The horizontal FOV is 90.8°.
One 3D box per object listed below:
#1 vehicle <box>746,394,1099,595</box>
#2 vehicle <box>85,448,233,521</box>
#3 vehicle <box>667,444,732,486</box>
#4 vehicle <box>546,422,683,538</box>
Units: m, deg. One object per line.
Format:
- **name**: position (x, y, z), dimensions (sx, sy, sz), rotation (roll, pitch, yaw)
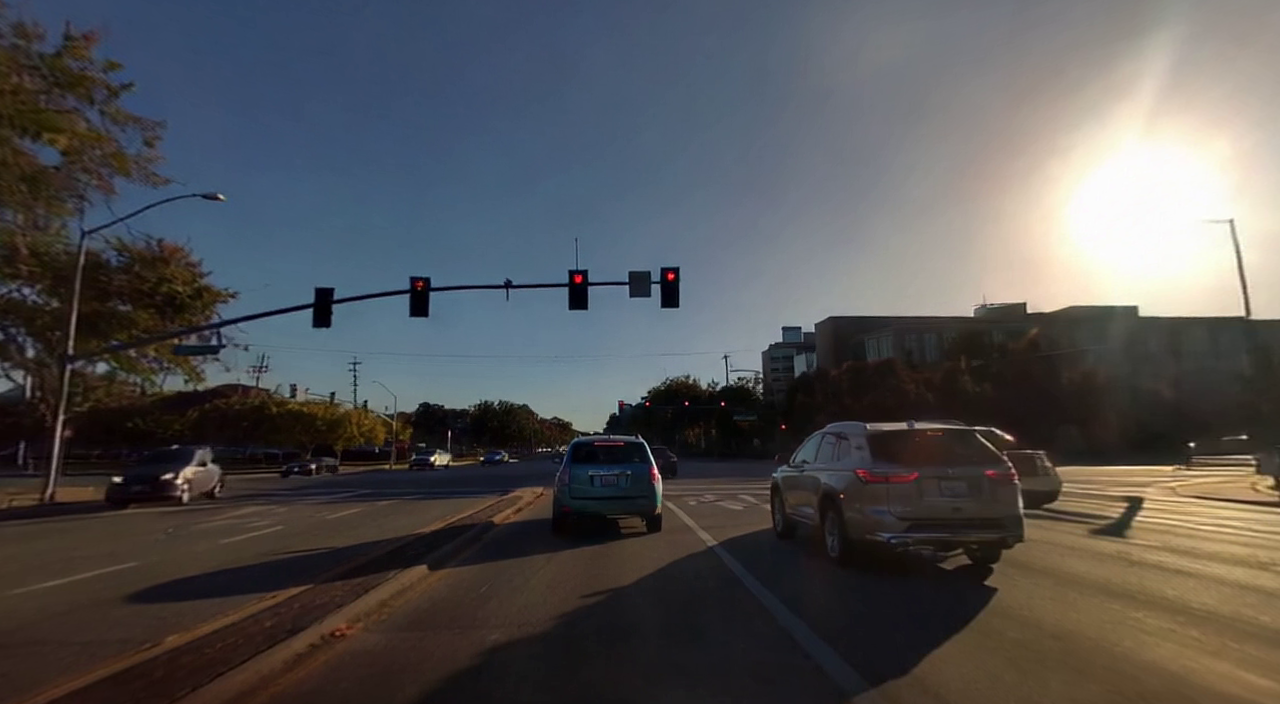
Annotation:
- **vehicle**: position (2.944, 1.608, 7.974), dimensions (2.228, 1.798, 4.370), rotation (0, -8, -3)
- **vehicle**: position (-13.690, 3.698, 18.388), dimensions (2.060, 1.771, 4.802), rotation (3, -9, -21)
- **vehicle**: position (2.213, 4.331, 24.545), dimensions (1.900, 1.459, 4.260), rotation (0, -8, -3)
- **vehicle**: position (-0.445, 2.213, 11.527), dimensions (2.039, 1.698, 4.144), rotation (0, -8, -2)
